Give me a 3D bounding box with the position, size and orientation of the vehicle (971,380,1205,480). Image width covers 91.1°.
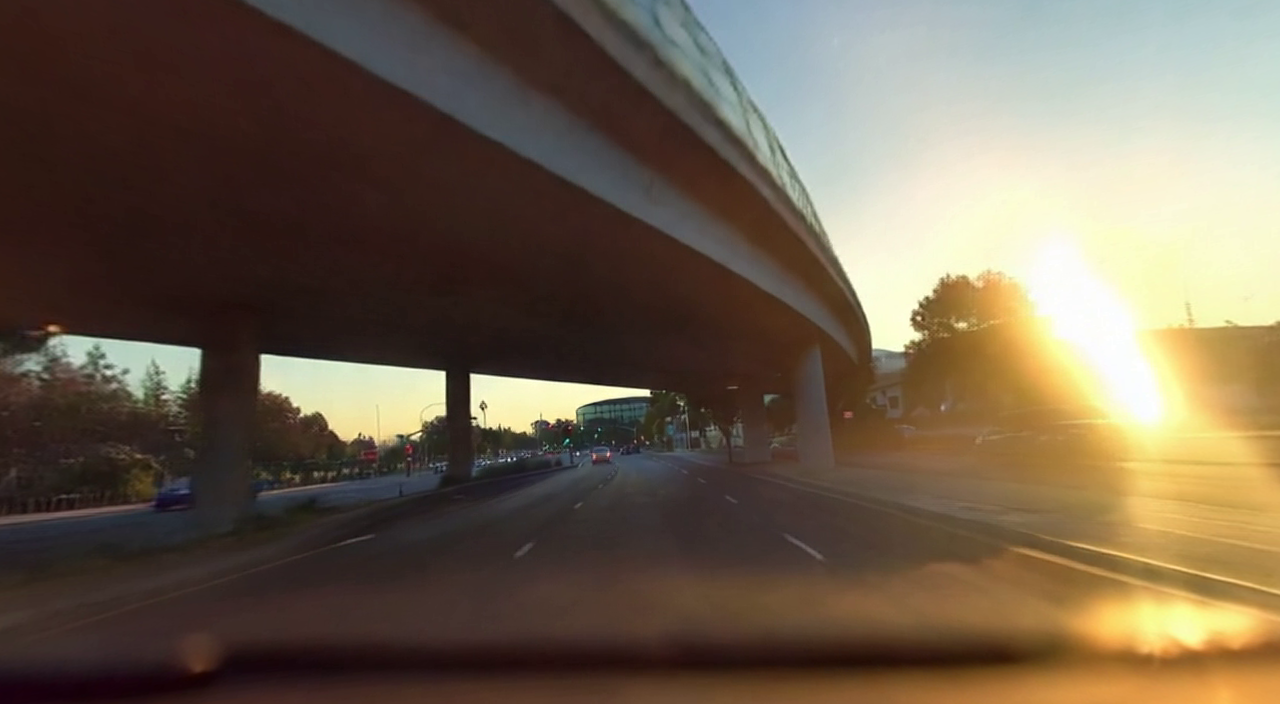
[{"bbox_3d":[10.650,1.982,15.542,2.244,1.866,4.603,-6,-9,0],"label":"vehicle"}]
